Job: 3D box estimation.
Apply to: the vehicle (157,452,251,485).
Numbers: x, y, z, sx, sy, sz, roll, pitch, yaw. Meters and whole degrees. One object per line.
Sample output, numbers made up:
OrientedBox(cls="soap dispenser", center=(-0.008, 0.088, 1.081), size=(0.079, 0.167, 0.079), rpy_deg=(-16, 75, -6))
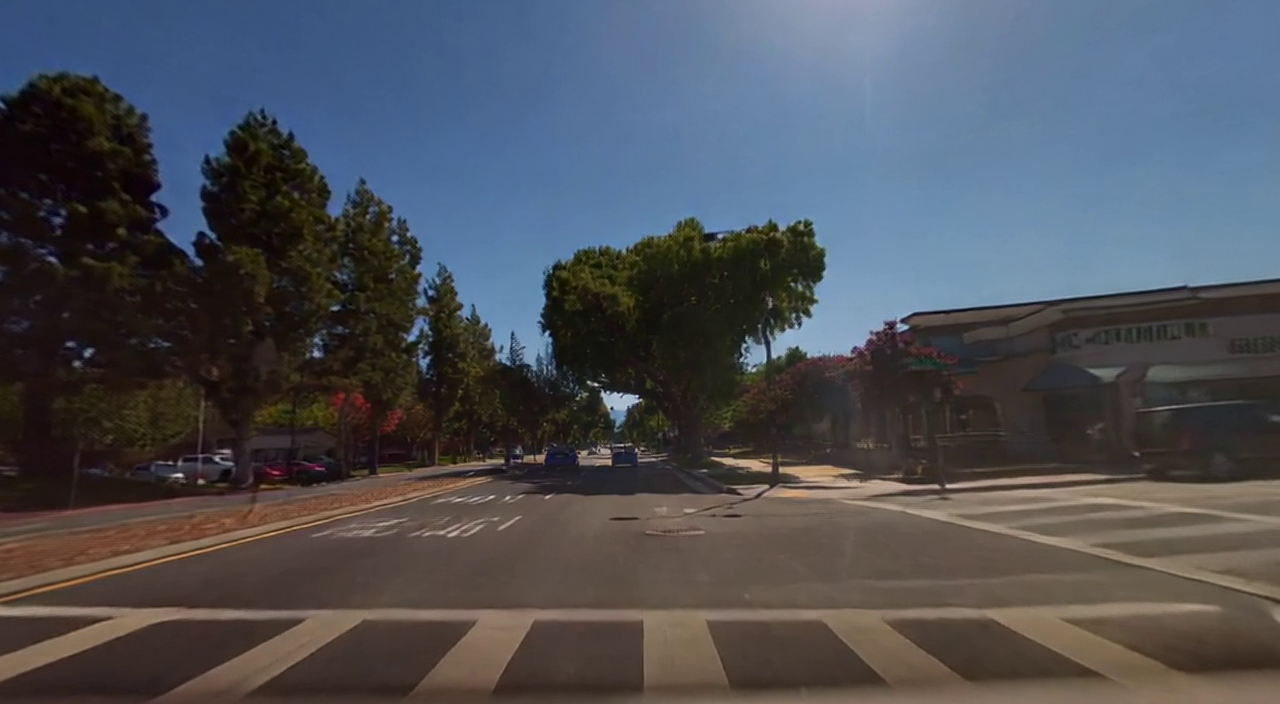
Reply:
OrientedBox(cls="vehicle", center=(-30.866, 8.269, 44.691), size=(4.865, 2.217, 2.192), rpy_deg=(0, -8, -3))

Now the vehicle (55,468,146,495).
OrientedBox(cls="vehicle", center=(-38.165, 9.170, 44.620), size=(4.495, 1.504, 2.023), rpy_deg=(-3, -9, -5))

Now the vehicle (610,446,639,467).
OrientedBox(cls="vehicle", center=(-1.178, 8.088, 48.915), size=(2.187, 1.478, 4.138), rpy_deg=(0, -8, -1))

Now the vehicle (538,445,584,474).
OrientedBox(cls="vehicle", center=(-4.277, 5.902, 34.744), size=(2.083, 1.460, 4.527), rpy_deg=(0, -8, -1))

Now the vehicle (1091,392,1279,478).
OrientedBox(cls="vehicle", center=(15.114, 2.118, 16.063), size=(5.230, 2.007, 2.410), rpy_deg=(0, -8, 1))
